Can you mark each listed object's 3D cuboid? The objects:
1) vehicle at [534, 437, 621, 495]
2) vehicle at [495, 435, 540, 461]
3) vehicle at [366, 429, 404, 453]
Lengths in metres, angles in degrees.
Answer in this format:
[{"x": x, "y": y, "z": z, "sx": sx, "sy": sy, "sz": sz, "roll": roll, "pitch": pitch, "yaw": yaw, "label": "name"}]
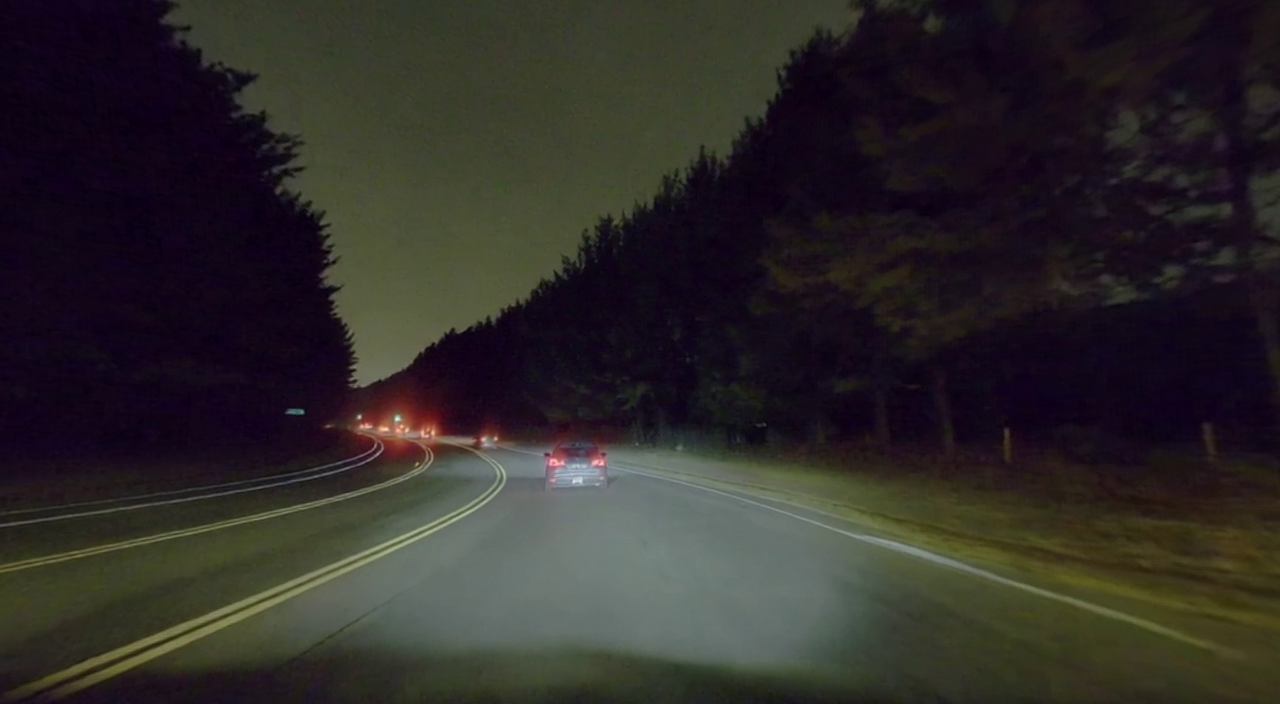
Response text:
[{"x": -1.977, "y": 3.349, "z": 18.867, "sx": 2.296, "sy": 1.510, "sz": 4.068, "roll": 2, "pitch": -9, "yaw": -9, "label": "vehicle"}, {"x": -7.782, "y": 6.062, "z": 39.712, "sx": 2.080, "sy": 1.530, "sz": 3.719, "roll": 3, "pitch": -9, "yaw": -21, "label": "vehicle"}, {"x": -17.113, "y": 5.980, "z": 42.170, "sx": 2.126, "sy": 1.493, "sz": 4.748, "roll": 4, "pitch": -9, "yaw": -23, "label": "vehicle"}]
